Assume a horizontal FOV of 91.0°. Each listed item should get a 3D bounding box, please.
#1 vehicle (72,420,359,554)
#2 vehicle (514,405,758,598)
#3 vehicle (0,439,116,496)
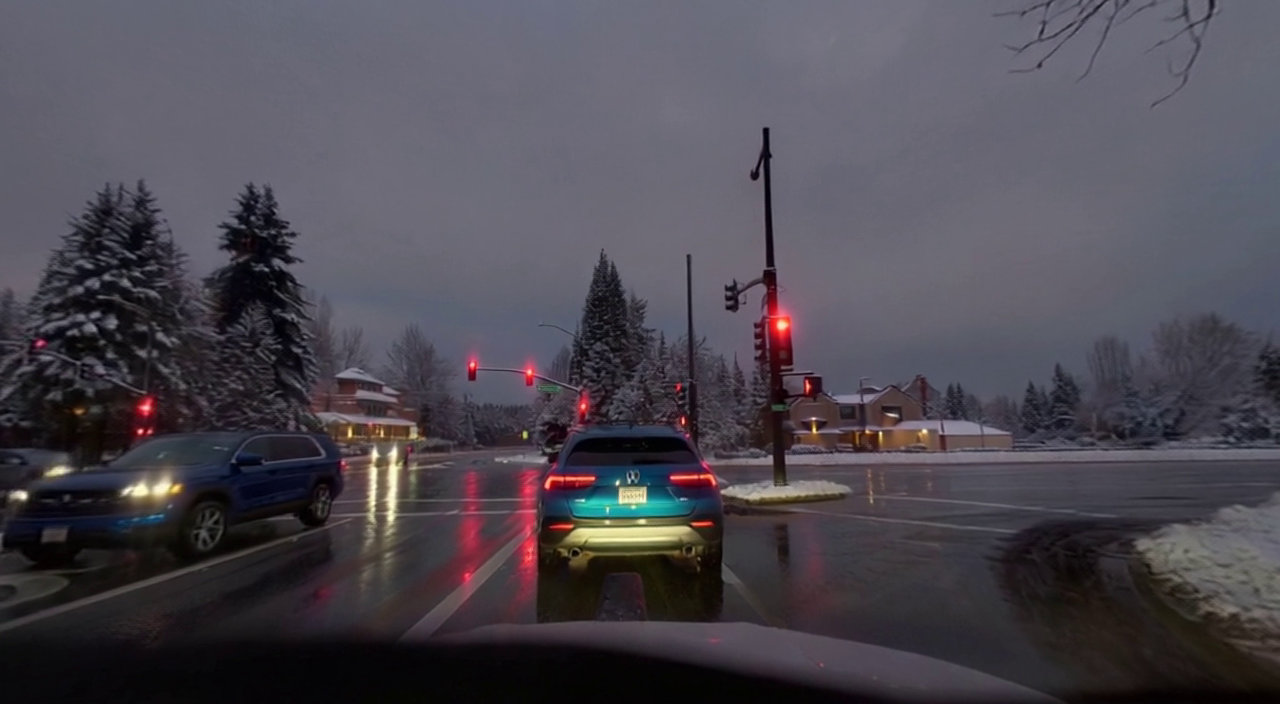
[{"bbox_3d":[-6.428,2.058,10.295,2.020,1.695,4.187,1,-9,-5],"label":"vehicle"},{"bbox_3d":[-0.184,1.628,7.699,2.154,1.670,4.140,1,-9,-5],"label":"vehicle"},{"bbox_3d":[-21.877,3.975,21.941,5.623,1.843,2.147,-1,-9,8],"label":"vehicle"}]
